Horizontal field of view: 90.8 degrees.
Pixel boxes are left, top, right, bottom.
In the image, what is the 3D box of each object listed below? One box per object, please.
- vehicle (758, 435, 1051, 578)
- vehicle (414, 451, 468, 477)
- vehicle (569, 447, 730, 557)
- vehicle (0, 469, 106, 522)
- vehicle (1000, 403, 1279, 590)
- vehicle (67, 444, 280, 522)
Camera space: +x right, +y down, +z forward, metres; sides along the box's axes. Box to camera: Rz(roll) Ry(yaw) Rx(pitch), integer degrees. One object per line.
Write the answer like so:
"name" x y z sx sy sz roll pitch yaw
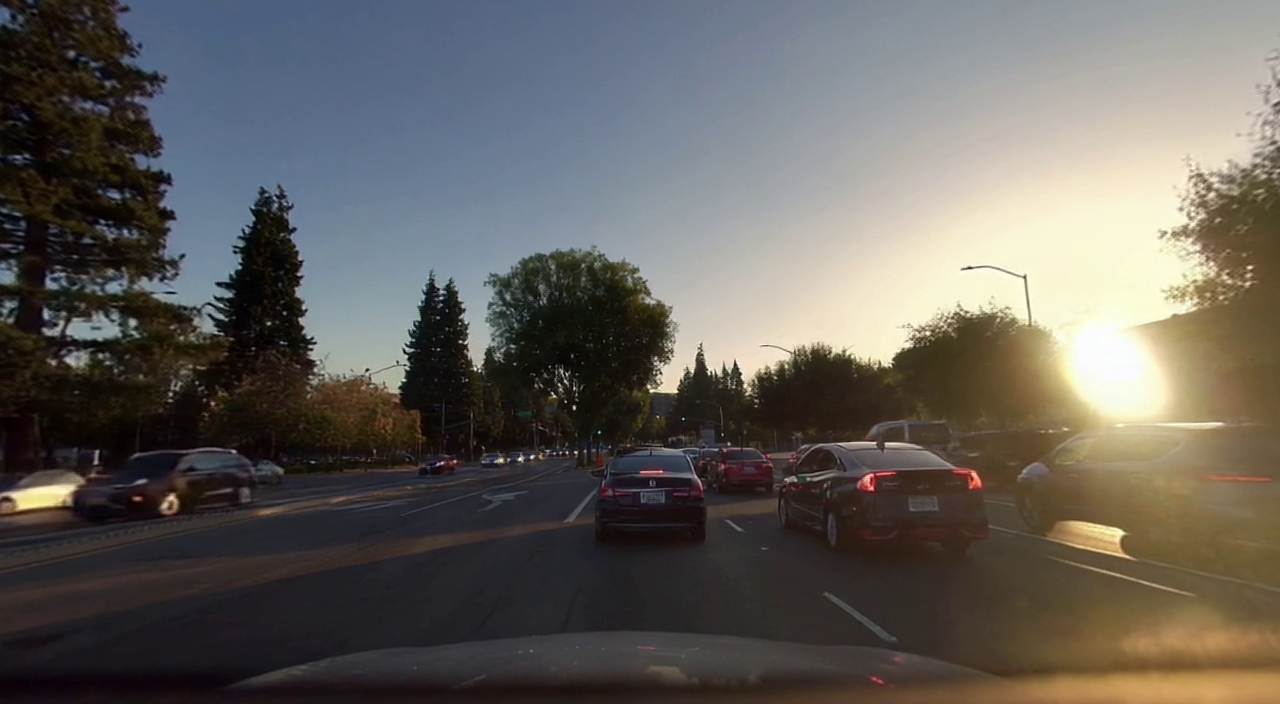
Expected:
"vehicle" 3.182 1.960 9.014 1.970 1.445 4.974 0 -9 -1
"vehicle" -12.429 6.999 39.777 1.943 1.467 4.442 0 -9 0
"vehicle" 0.085 2.173 9.944 1.990 1.347 4.067 0 -9 -1
"vehicle" -18.385 4.185 18.641 1.798 1.333 3.944 0 -9 -1
"vehicle" 6.907 1.667 8.050 1.987 1.730 4.373 0 -9 -1
"vehicle" -11.562 3.222 16.201 1.980 1.675 4.581 0 -9 0
